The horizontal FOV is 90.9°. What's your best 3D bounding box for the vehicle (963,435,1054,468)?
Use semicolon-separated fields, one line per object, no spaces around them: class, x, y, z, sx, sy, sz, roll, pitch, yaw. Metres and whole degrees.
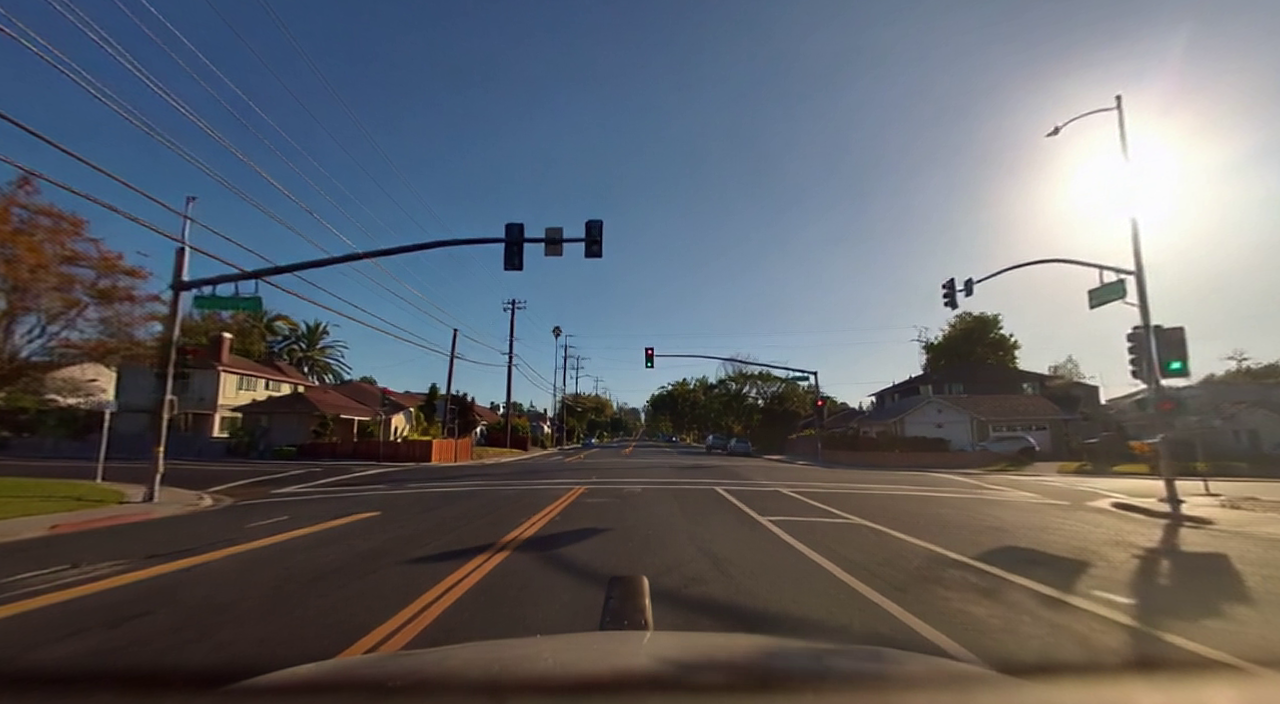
vehicle;22.954;6.197;39.502;2.030;1.927;4.853;2;-9;-14
